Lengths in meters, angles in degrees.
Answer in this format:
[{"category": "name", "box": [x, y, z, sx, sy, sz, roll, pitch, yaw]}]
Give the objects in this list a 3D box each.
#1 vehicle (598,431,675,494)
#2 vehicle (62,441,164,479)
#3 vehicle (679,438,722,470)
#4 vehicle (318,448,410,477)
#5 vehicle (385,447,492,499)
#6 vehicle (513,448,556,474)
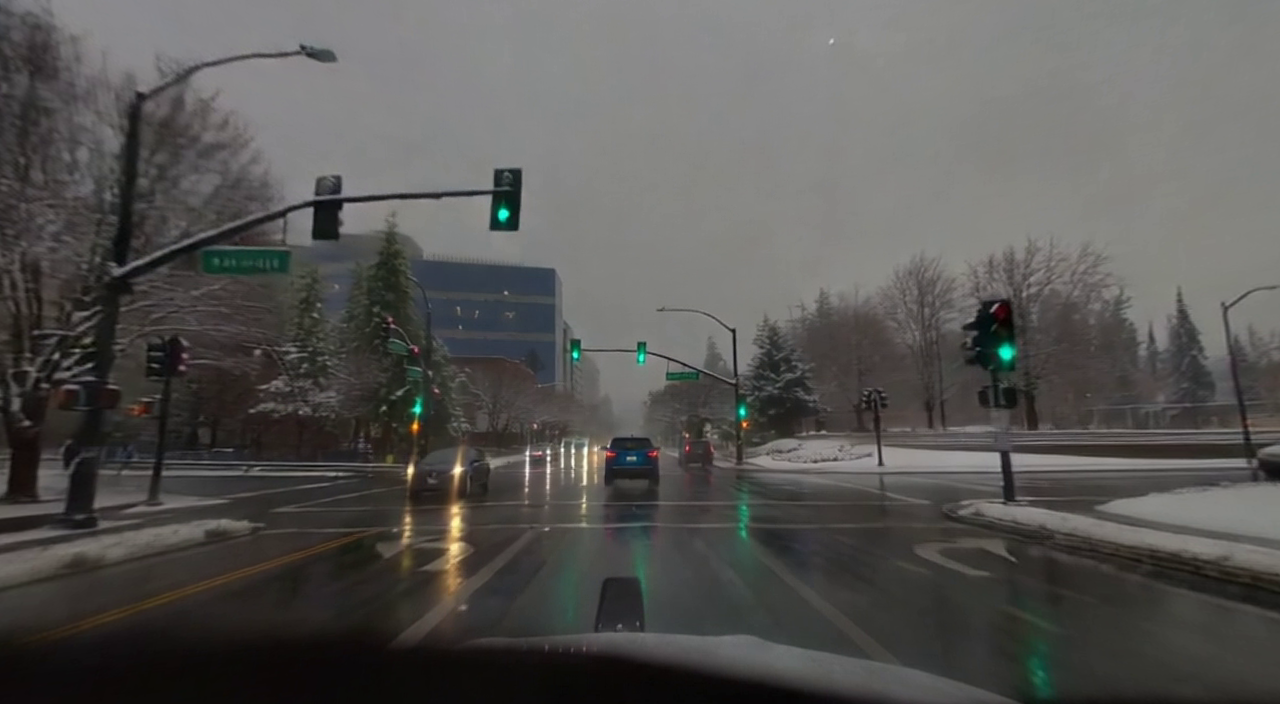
[{"category": "vehicle", "box": [-0.142, 3.454, 20.120, 2.183, 1.765, 4.059, 0, -8, -1]}, {"category": "vehicle", "box": [-26.133, 5.312, 31.328, 4.393, 1.730, 2.151, -5, -9, 26]}, {"category": "vehicle", "box": [3.780, 6.500, 40.480, 2.113, 1.869, 5.322, 0, -8, -2]}, {"category": "vehicle", "box": [-16.002, 6.366, 36.709, 4.588, 1.582, 1.980, 5, -11, -33]}, {"category": "vehicle", "box": [-6.295, 3.806, 20.364, 1.934, 1.476, 4.457, 0, -8, 1]}, {"category": "vehicle", "box": [-6.353, 6.570, 38.384, 1.874, 1.480, 4.148, 0, -8, 1]}]
